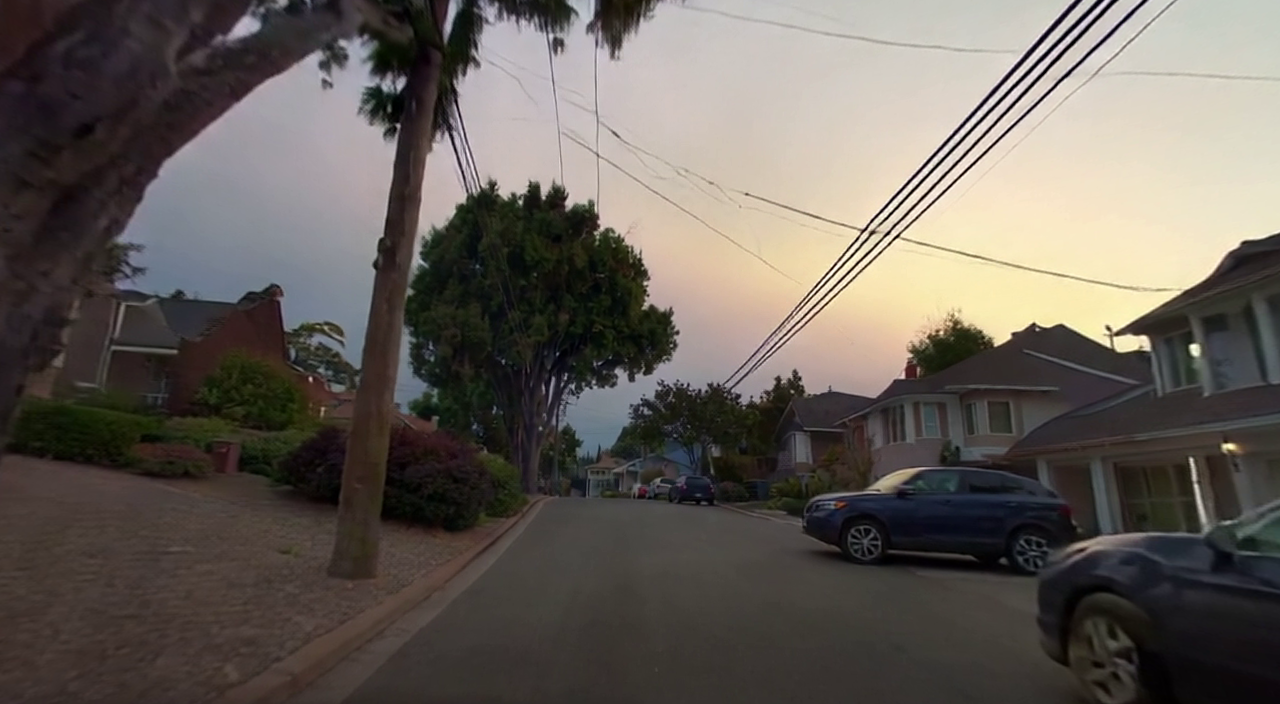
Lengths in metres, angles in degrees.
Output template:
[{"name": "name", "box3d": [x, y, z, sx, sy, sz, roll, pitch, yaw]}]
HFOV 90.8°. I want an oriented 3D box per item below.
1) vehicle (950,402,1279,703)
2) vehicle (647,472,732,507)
[{"name": "vehicle", "box3d": [3.256, 0.892, 1.710, 2.133, 1.566, 4.737, 0, -9, -5]}, {"name": "vehicle", "box3d": [2.721, 7.663, 35.263, 4.413, 1.728, 1.869, 1, -9, -9]}]
